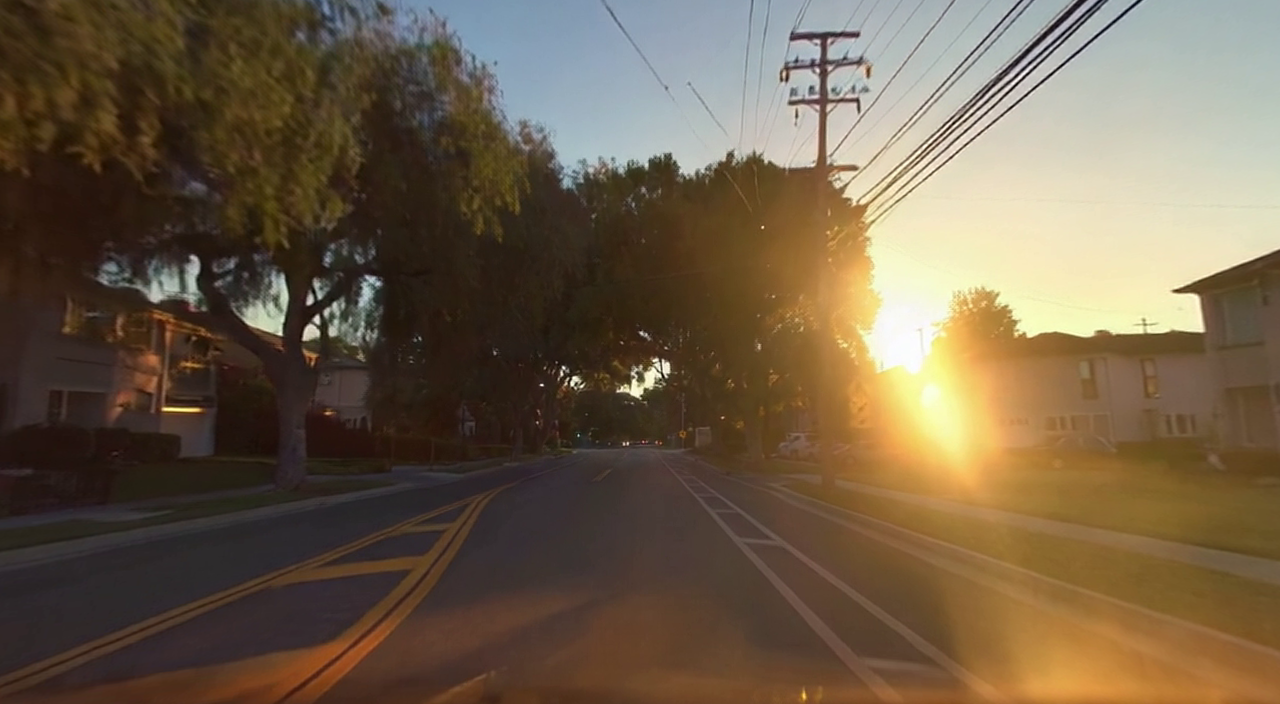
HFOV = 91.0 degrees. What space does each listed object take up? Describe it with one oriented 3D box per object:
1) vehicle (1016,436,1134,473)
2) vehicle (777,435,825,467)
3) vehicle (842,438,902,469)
[{"bbox_3d":[21.109,4.966,30.699,3.943,1.664,2.391,0,-8,-1],"label":"vehicle"},{"bbox_3d":[10.340,6.383,40.772,1.912,1.953,4.651,0,-9,0],"label":"vehicle"},{"bbox_3d":[13.612,5.968,37.180,1.935,1.683,4.669,0,-9,2],"label":"vehicle"}]
